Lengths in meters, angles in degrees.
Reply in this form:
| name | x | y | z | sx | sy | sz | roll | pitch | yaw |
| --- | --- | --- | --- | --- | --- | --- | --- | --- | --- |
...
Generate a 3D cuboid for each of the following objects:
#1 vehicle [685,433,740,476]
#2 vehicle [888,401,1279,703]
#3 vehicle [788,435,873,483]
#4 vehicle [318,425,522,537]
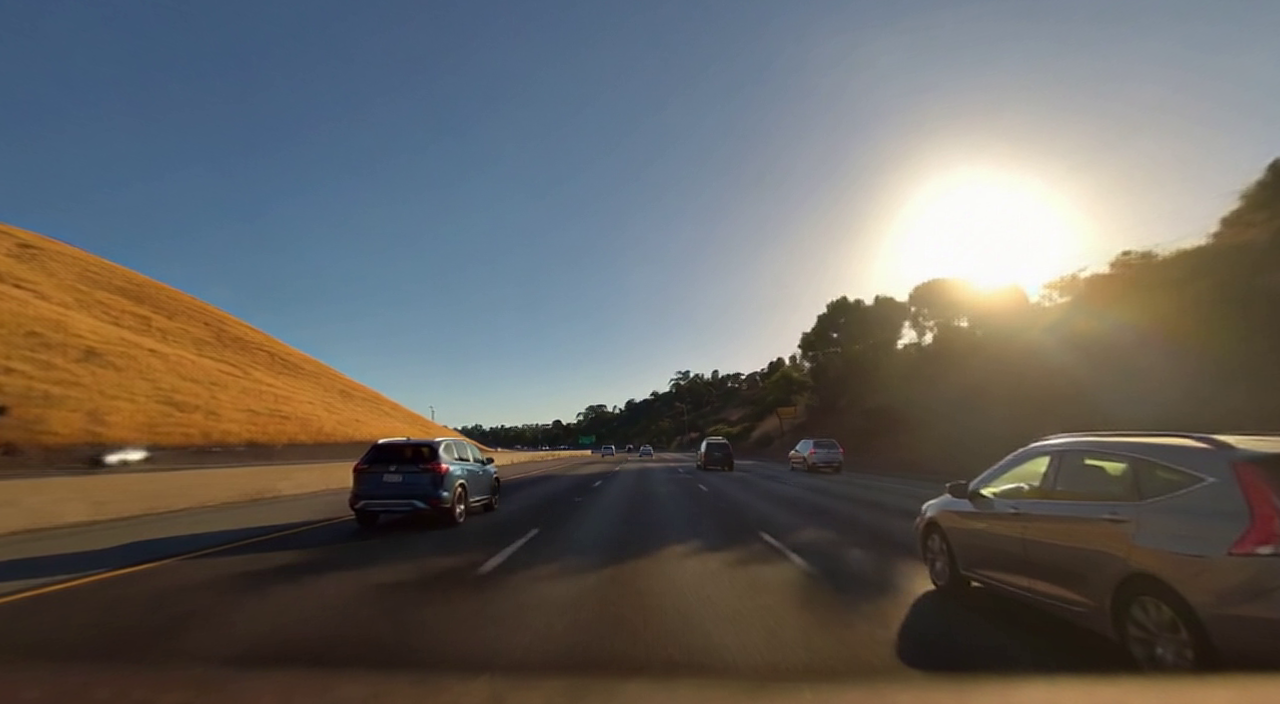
| name | x | y | z | sx | sy | sz | roll | pitch | yaw |
| --- | --- | --- | --- | --- | --- | --- | --- | --- | --- |
| vehicle | 3.502 | 5.025 | 31.255 | 2.121 | 1.925 | 5.056 | 0 | -8 | 0 |
| vehicle | 3.411 | 1.170 | 4.008 | 1.941 | 1.481 | 4.300 | 0 | -8 | 1 |
| vehicle | 7.405 | 4.201 | 25.037 | 1.998 | 1.717 | 4.338 | 0 | -8 | 0 |
| vehicle | -3.780 | 2.295 | 11.866 | 2.166 | 1.672 | 4.388 | 0 | -8 | 1 |
